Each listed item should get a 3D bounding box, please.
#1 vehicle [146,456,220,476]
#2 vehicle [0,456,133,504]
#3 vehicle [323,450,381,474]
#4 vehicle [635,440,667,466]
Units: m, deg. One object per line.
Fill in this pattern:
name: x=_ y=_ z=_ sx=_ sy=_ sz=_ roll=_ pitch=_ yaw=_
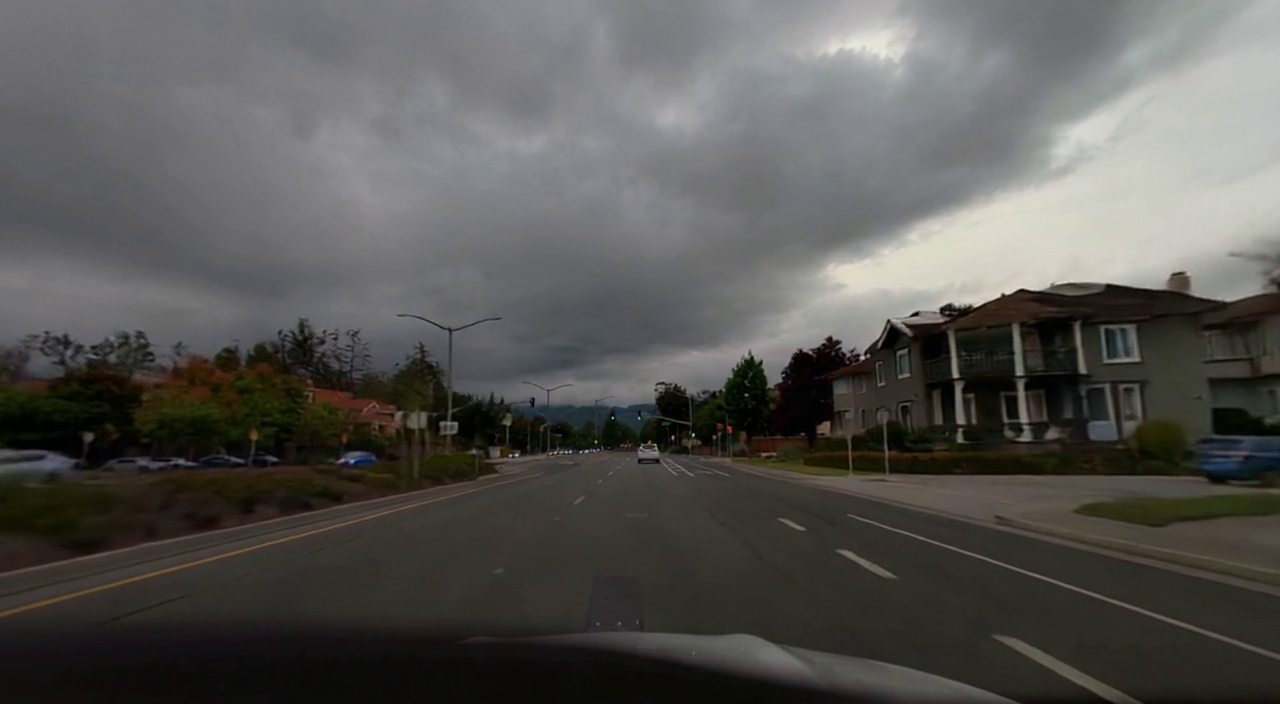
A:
vehicle: x=-35.428 y=8.817 z=49.084 sx=1.779 sy=1.357 sz=4.291 roll=-4 pitch=-9 yaw=23
vehicle: x=-19.715 y=4.194 z=21.028 sx=1.966 sy=1.341 sz=4.442 roll=0 pitch=-9 yaw=0
vehicle: x=-19.550 y=7.483 z=43.123 sx=1.950 sy=1.493 sz=4.351 roll=0 pitch=-9 yaw=-1
vehicle: x=0.786 y=7.745 z=48.597 sx=2.273 sy=1.851 sz=5.075 roll=0 pitch=-9 yaw=-1
